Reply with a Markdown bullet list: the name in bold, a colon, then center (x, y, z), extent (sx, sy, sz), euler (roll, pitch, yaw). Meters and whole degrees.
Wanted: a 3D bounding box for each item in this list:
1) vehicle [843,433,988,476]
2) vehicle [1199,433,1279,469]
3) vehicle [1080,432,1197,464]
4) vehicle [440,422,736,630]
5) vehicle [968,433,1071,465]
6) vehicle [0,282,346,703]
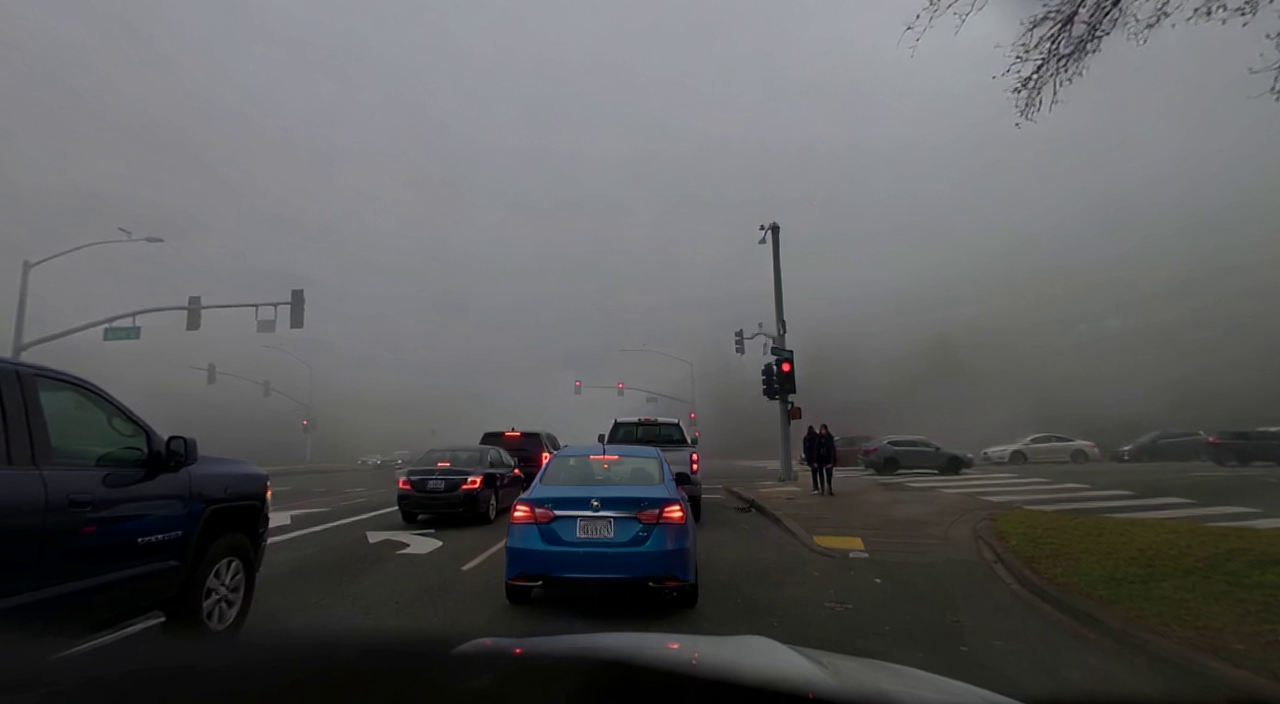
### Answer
- **vehicle**: center (11.167, 4.216, 25.966), extent (5.192, 1.620, 2.072), euler (-3, -9, 19)
- **vehicle**: center (26.845, 4.183, 26.657), extent (4.516, 1.469, 1.866), euler (0, -9, 1)
- **vehicle**: center (28.931, 5.570, 36.718), extent (4.967, 1.794, 2.044), euler (0, -9, 2)
- **vehicle**: center (-0.367, 1.600, 6.869), extent (2.144, 1.497, 4.446), euler (0, -9, 0)
- **vehicle**: center (21.974, 5.644, 36.656), extent (4.529, 1.786, 2.110), euler (0, -9, 2)
- **vehicle**: center (-3.690, 0.752, 2.850), extent (2.202, 1.961, 4.980), euler (0, -9, 1)
